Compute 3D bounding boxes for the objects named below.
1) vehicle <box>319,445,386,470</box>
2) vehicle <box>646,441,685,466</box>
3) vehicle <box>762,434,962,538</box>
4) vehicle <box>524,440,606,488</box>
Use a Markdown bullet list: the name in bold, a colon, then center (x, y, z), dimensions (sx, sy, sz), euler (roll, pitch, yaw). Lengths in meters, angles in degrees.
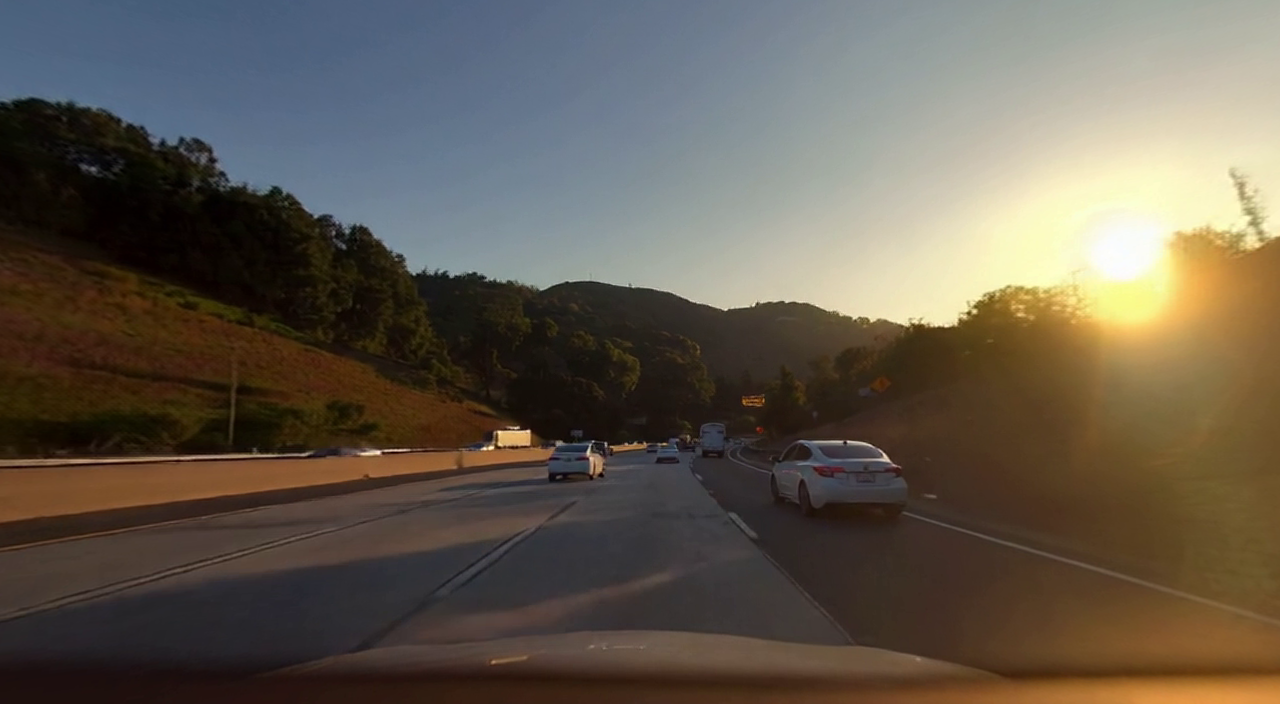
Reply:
- **vehicle**: center (-18.858, 6.923, 41.639), dimensions (1.974, 1.513, 4.705), euler (-1, -8, 4)
- **vehicle**: center (1.586, 6.184, 38.526), dimensions (2.202, 1.467, 3.929), euler (-1, -8, 3)
- **vehicle**: center (3.613, 2.251, 11.266), dimensions (2.013, 1.464, 4.317), euler (0, -8, 0)
- **vehicle**: center (-2.491, 3.896, 22.292), dimensions (2.031, 1.491, 4.792), euler (-1, -8, 3)
